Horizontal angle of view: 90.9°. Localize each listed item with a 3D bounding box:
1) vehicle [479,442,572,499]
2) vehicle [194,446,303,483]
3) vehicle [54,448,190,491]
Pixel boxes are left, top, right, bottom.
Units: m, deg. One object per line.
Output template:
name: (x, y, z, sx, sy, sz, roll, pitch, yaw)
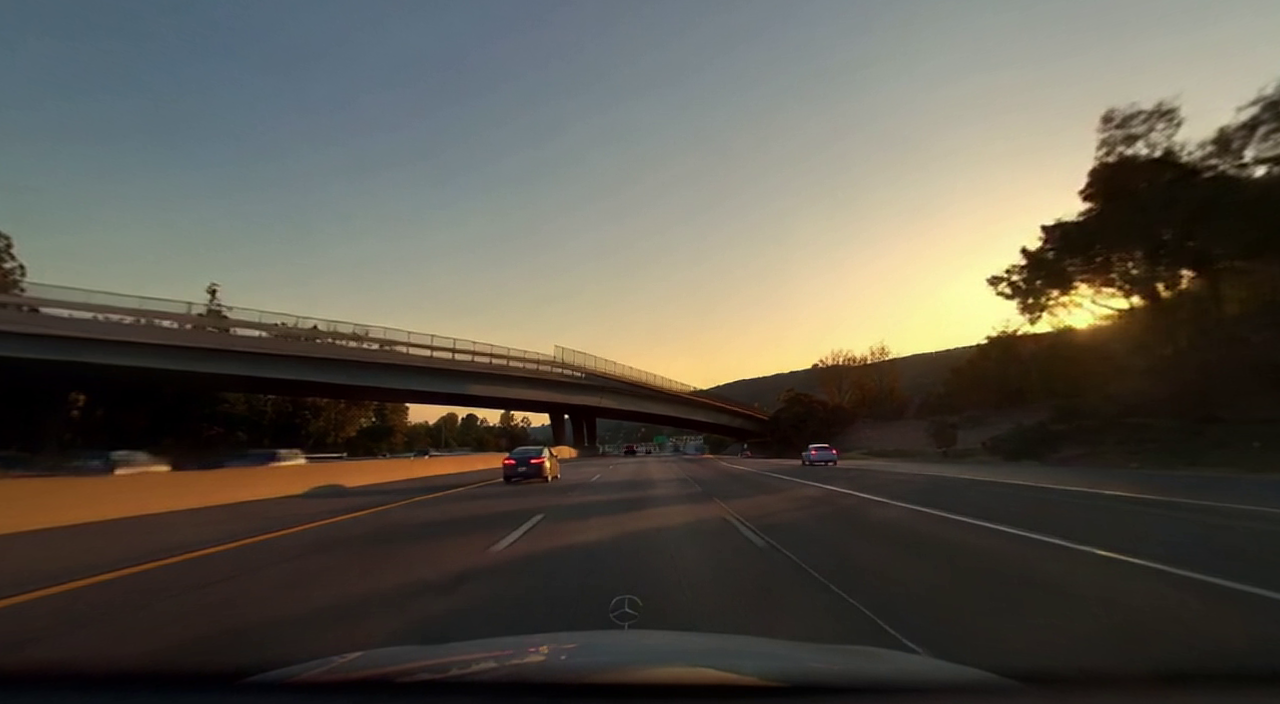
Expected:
vehicle: (-3.305, 3.484, 18.958, 1.968, 1.504, 3.892, 0, -8, 1)
vehicle: (-17.902, 5.123, 29.140, 1.967, 1.548, 4.652, 0, -8, 1)
vehicle: (-21.991, 4.979, 27.070, 1.919, 1.636, 4.540, 0, -8, 1)
